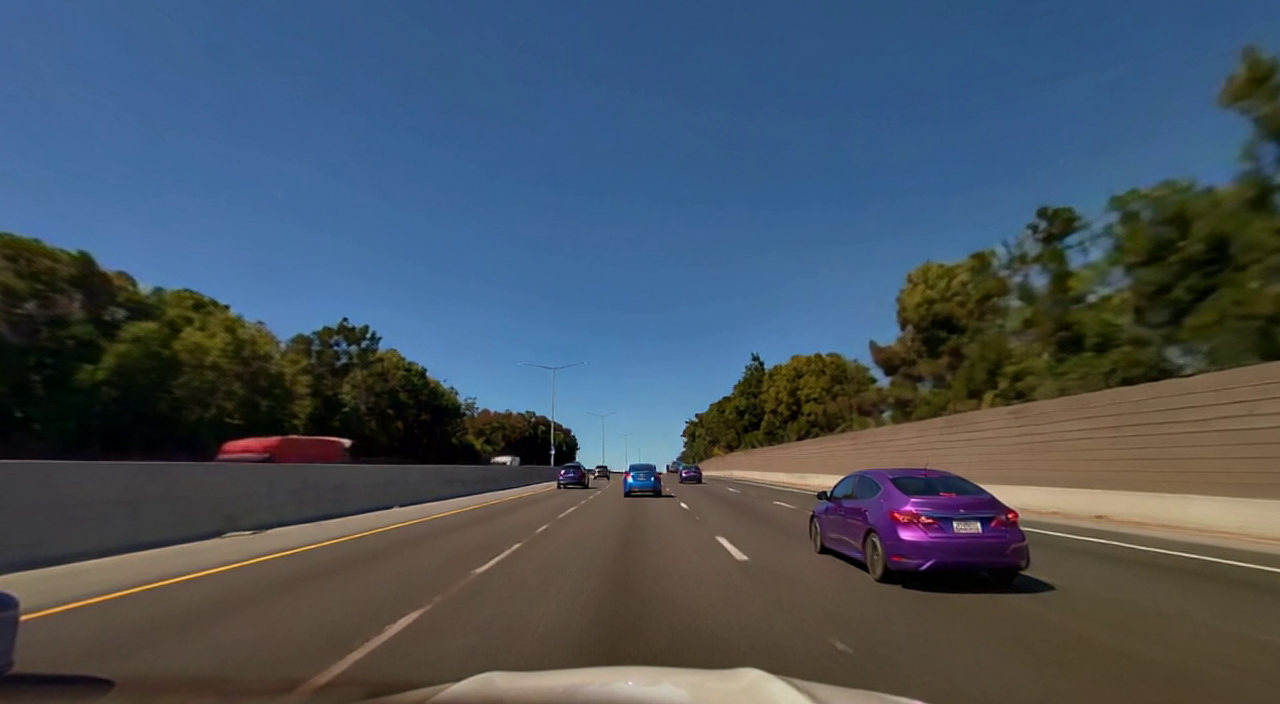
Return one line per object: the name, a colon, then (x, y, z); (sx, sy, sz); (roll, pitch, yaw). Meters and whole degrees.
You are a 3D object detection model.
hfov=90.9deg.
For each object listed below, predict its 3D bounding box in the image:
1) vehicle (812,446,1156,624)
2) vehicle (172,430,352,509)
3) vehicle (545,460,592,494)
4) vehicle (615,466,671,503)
vehicle: (3.645, 2.007, 7.658); (1.938, 1.561, 3.786); (1, -10, -1)
vehicle: (-12.119, 3.876, 20.874); (2.405, 2.227, 5.519); (1, -10, 0)
vehicle: (-3.884, 6.872, 34.797); (2.021, 1.706, 4.247); (1, -10, 1)
vehicle: (0.126, 5.676, 27.329); (2.241, 1.425, 3.973); (1, -10, 0)
